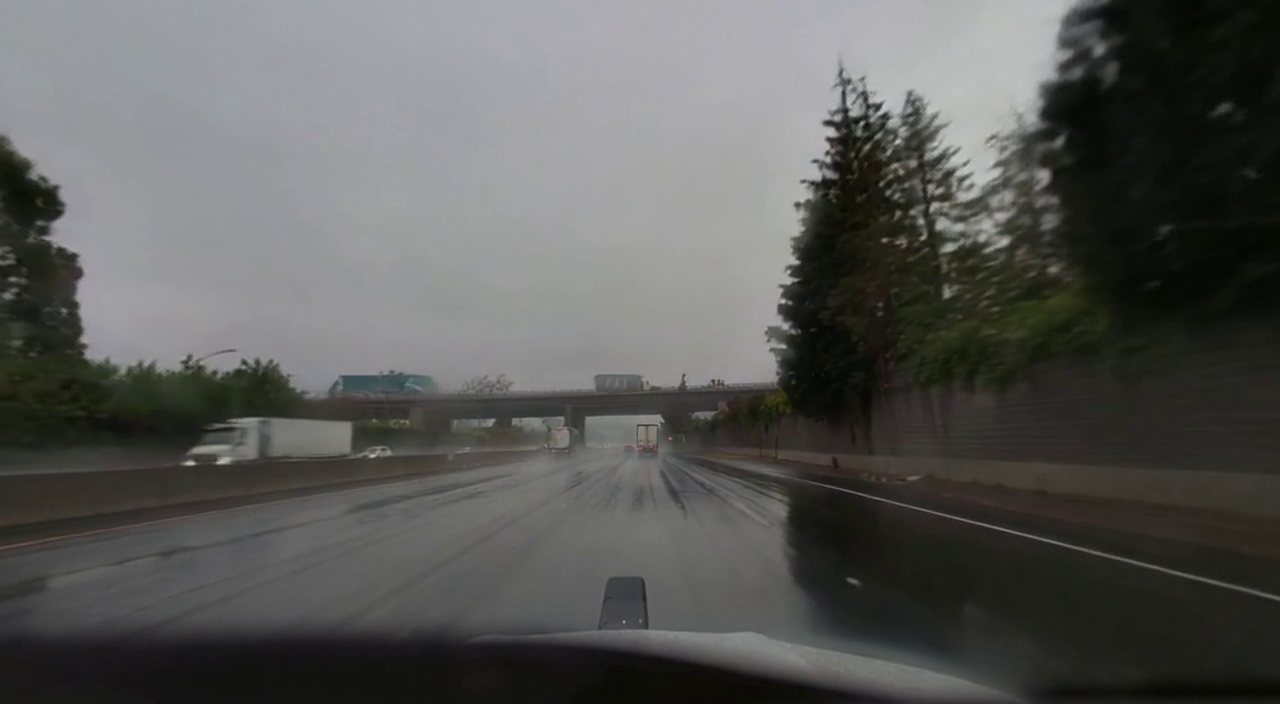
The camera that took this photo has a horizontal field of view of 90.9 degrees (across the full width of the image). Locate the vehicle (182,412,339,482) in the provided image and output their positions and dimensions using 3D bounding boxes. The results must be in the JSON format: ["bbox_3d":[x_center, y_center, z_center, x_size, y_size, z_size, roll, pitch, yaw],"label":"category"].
[{"bbox_3d":[-23.874,6.128,40.841,2.957,3.849,11.259,0,-8,1],"label":"vehicle"}]
